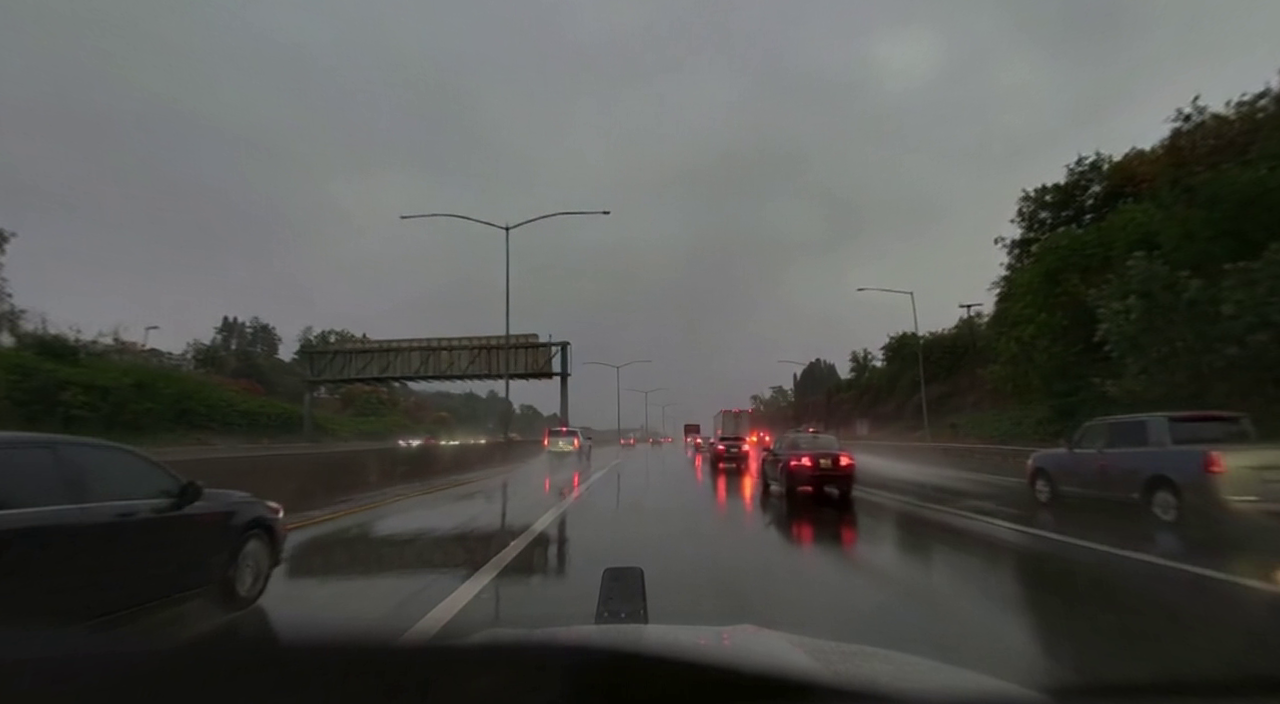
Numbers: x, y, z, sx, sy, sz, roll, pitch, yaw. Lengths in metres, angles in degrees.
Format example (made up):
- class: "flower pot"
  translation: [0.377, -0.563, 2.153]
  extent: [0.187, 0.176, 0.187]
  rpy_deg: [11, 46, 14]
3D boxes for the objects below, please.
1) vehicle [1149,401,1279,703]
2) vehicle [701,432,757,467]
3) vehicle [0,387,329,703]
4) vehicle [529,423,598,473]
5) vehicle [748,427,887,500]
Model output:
- class: "vehicle"
  translation: [3.984, 0.748, 1.302]
  extent: [2.088, 1.491, 4.549]
  rpy_deg: [0, -8, 1]
- class: "vehicle"
  translation: [3.952, 4.418, 28.694]
  extent: [1.933, 1.492, 4.125]
  rpy_deg: [0, -8, 0]
- class: "vehicle"
  translation: [-3.624, 0.954, 3.072]
  extent: [1.914, 1.476, 4.416]
  rpy_deg: [0, -8, 1]
- class: "vehicle"
  translation: [-2.854, 3.691, 24.456]
  extent: [2.006, 1.741, 4.277]
  rpy_deg: [0, -8, 2]
- class: "vehicle"
  translation: [4.064, 2.644, 15.420]
  extent: [1.999, 1.482, 4.743]
  rpy_deg: [0, -8, 0]
